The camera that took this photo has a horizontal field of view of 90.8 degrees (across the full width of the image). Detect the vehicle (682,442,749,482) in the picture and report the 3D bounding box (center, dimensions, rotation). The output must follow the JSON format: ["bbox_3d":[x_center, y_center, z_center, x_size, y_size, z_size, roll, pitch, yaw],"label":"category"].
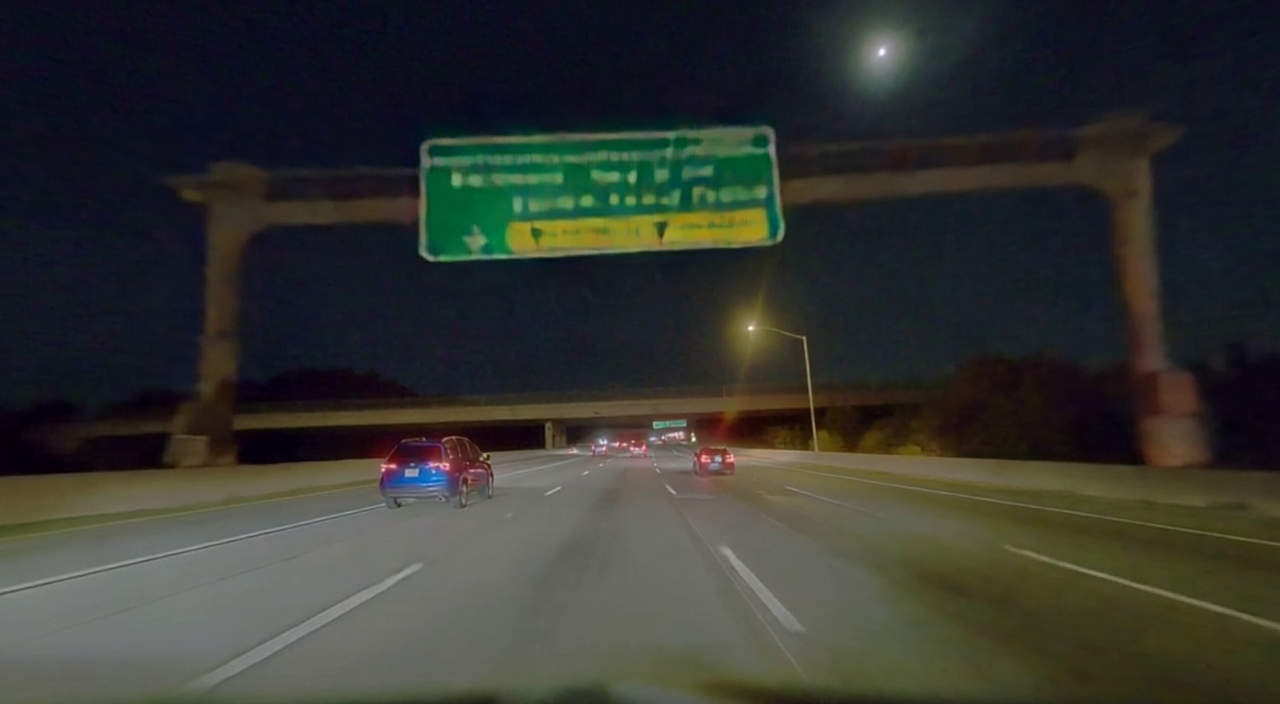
[{"bbox_3d":[2.897,4.324,25.192,2.083,1.453,4.307,0,-8,-1],"label":"vehicle"}]

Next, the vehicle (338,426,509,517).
[{"bbox_3d":[-4.401,2.495,13.666,2.193,1.641,4.077,0,-8,0],"label":"vehicle"}]
